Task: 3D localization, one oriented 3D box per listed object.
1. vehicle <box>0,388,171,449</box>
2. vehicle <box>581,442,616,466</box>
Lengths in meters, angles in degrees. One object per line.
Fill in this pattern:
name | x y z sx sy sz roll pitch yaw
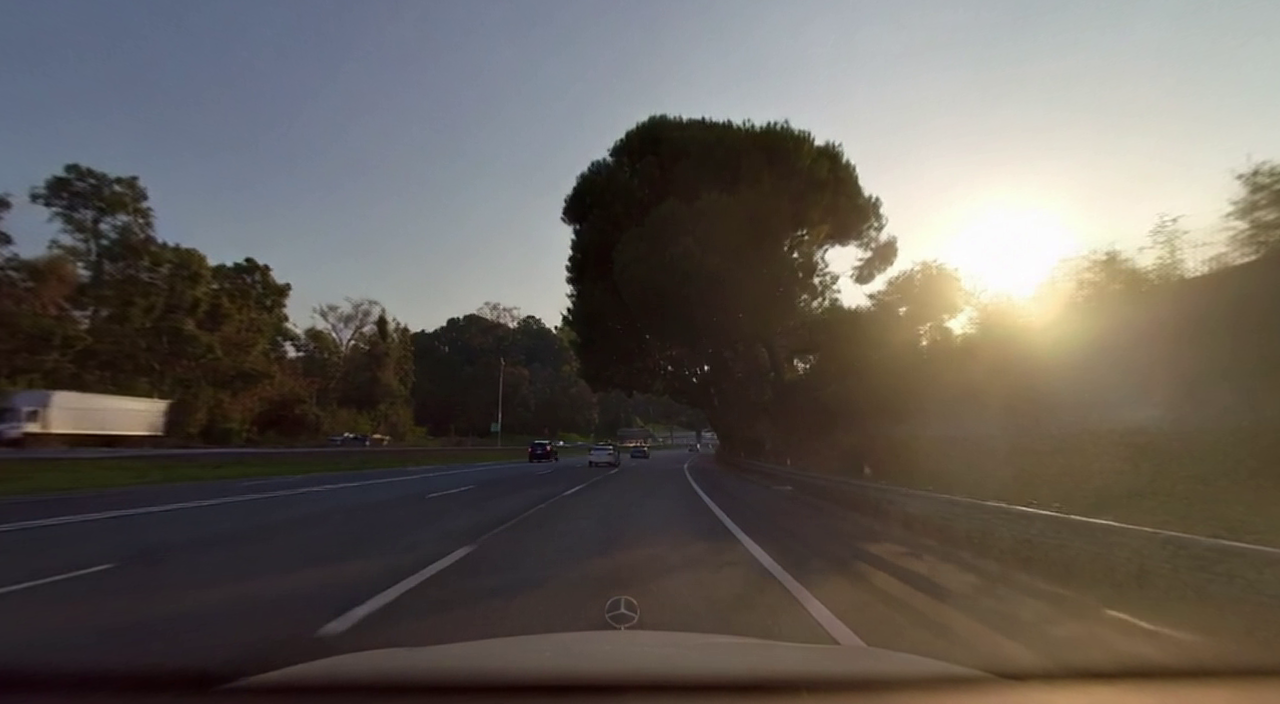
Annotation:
vehicle | -36.759 4.609 41.448 3.282 3.523 10.262 0 -9 4
vehicle | -2.999 7.580 46.793 2.035 1.673 4.469 0 -9 4
